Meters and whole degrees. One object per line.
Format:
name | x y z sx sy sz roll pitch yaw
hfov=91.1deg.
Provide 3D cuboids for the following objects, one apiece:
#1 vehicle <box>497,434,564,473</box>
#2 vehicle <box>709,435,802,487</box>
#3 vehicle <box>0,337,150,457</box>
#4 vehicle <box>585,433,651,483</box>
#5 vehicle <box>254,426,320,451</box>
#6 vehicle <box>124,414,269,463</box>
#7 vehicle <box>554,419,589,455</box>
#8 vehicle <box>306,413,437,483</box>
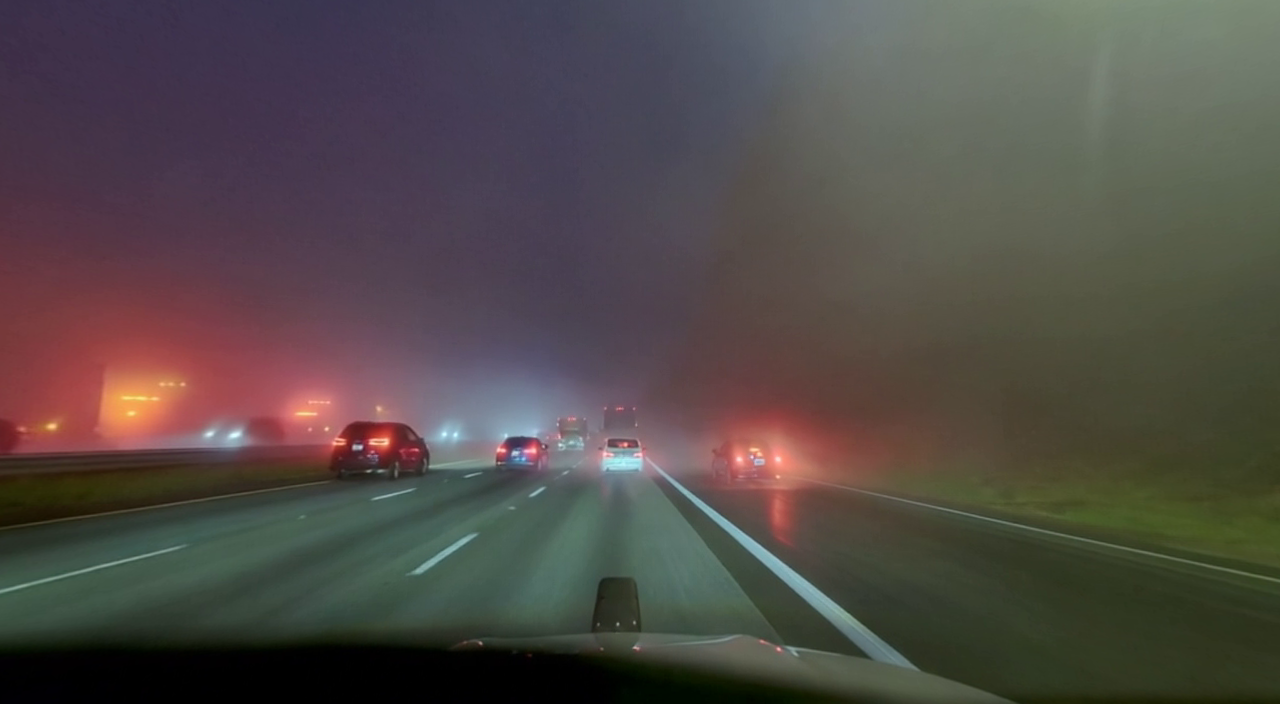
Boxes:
vehicle | -4.459 4.181 26.242 2.046 1.493 4.384 0 -8 0
vehicle | 3.546 3.413 20.189 1.981 1.474 4.396 0 -8 -3
vehicle | -22.898 1.458 20.575 2.881 3.978 14.159 0 -8 -2
vehicle | -0.694 3.462 20.919 1.980 1.478 3.758 0 -8 -1
vehicle | -23.747 5.838 42.516 2.068 1.563 4.337 0 -8 -2
vehicle | -15.055 2.991 21.709 1.885 1.496 4.446 0 -8 -2
vehicle | -5.249 6.673 49.182 2.303 2.610 6.579 0 -8 -3
vehicle | -8.264 3.001 19.930 2.158 1.943 4.662 0 -8 -1
